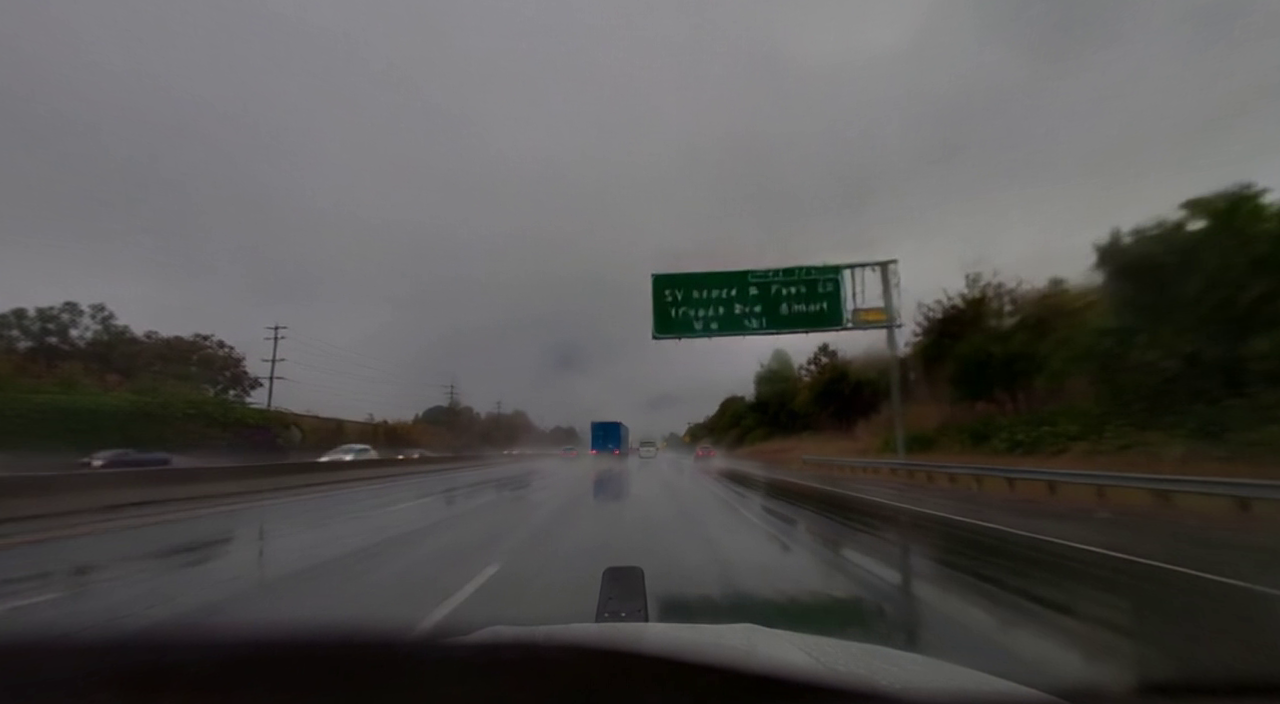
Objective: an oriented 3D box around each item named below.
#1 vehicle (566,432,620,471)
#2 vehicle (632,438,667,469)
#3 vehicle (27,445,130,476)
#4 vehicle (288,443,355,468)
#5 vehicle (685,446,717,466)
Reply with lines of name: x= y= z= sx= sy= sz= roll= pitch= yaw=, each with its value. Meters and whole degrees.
vehicle: x=-3.202 y=7.377 z=47.638 sx=2.854 sy=2.379 sz=16.653 roll=-1 pitch=-8 yaw=0
vehicle: x=0.637 y=6.982 z=43.506 sx=2.309 sy=2.023 sz=5.130 roll=0 pitch=-8 yaw=0
vehicle: x=-35.354 y=6.806 z=39.931 sx=2.014 sy=1.835 sz=4.795 roll=0 pitch=-9 yaw=1
vehicle: x=-20.957 y=6.841 z=41.788 sx=1.943 sy=1.543 sz=4.715 roll=0 pitch=-9 yaw=0
vehicle: x=4.645 y=7.956 z=48.536 sx=1.993 sy=1.474 sz=4.230 roll=0 pitch=-9 yaw=-1
